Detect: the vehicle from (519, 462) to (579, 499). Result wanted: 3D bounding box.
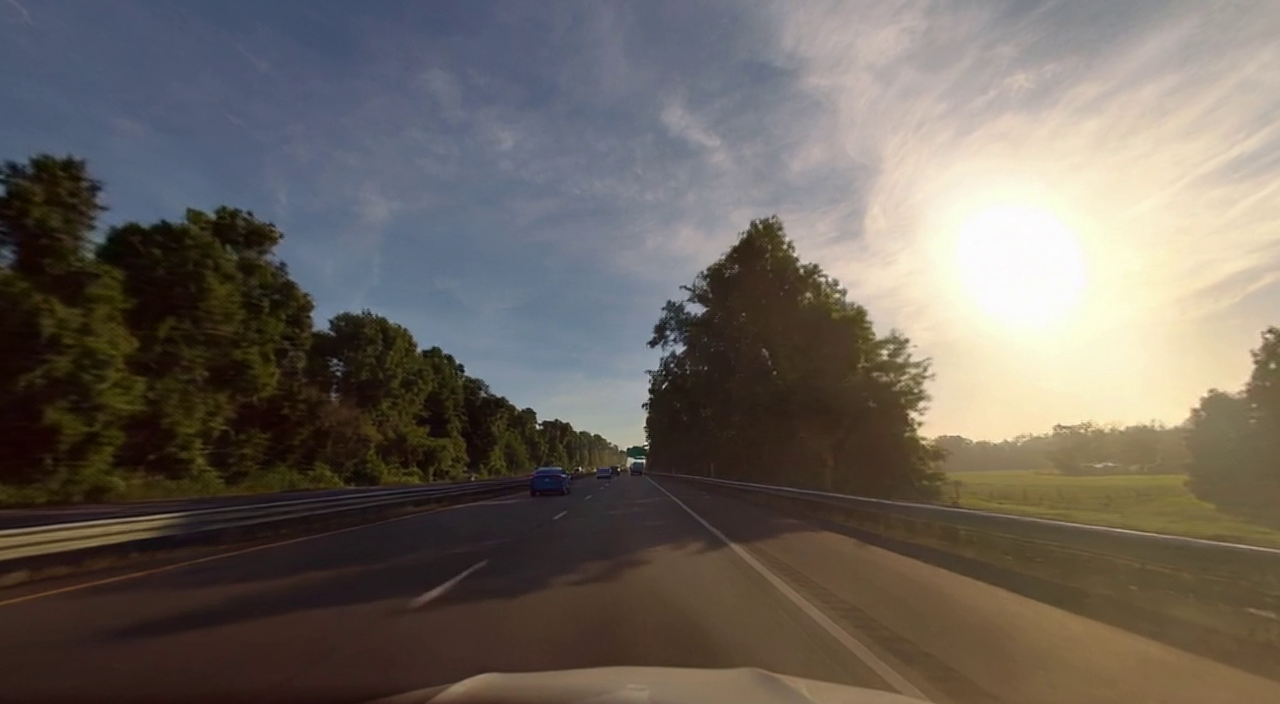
[{"bbox_3d":[-4.144,5.959,29.380,2.040,1.525,4.603,1,-11,1],"label":"vehicle"}]
